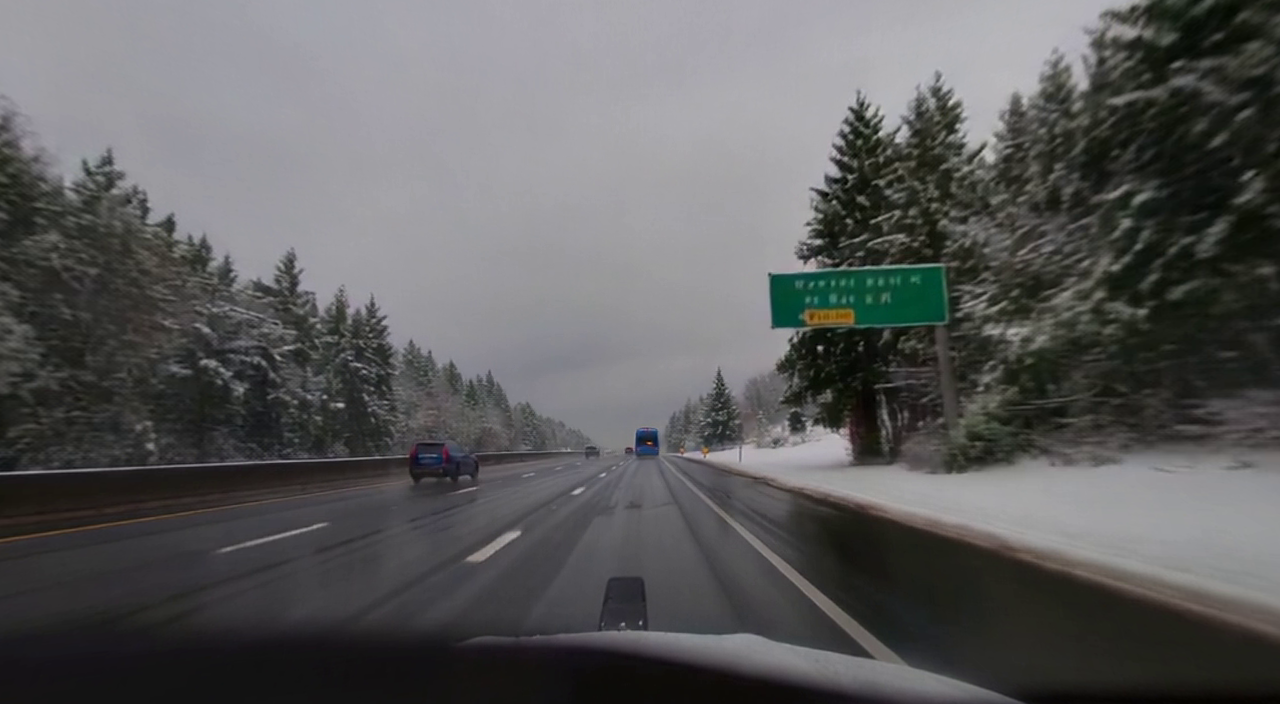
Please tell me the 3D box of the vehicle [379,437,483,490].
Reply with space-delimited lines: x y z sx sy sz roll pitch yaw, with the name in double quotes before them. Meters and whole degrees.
"vehicle" -7.339 3.954 22.726 2.080 1.674 4.660 0 -8 1
